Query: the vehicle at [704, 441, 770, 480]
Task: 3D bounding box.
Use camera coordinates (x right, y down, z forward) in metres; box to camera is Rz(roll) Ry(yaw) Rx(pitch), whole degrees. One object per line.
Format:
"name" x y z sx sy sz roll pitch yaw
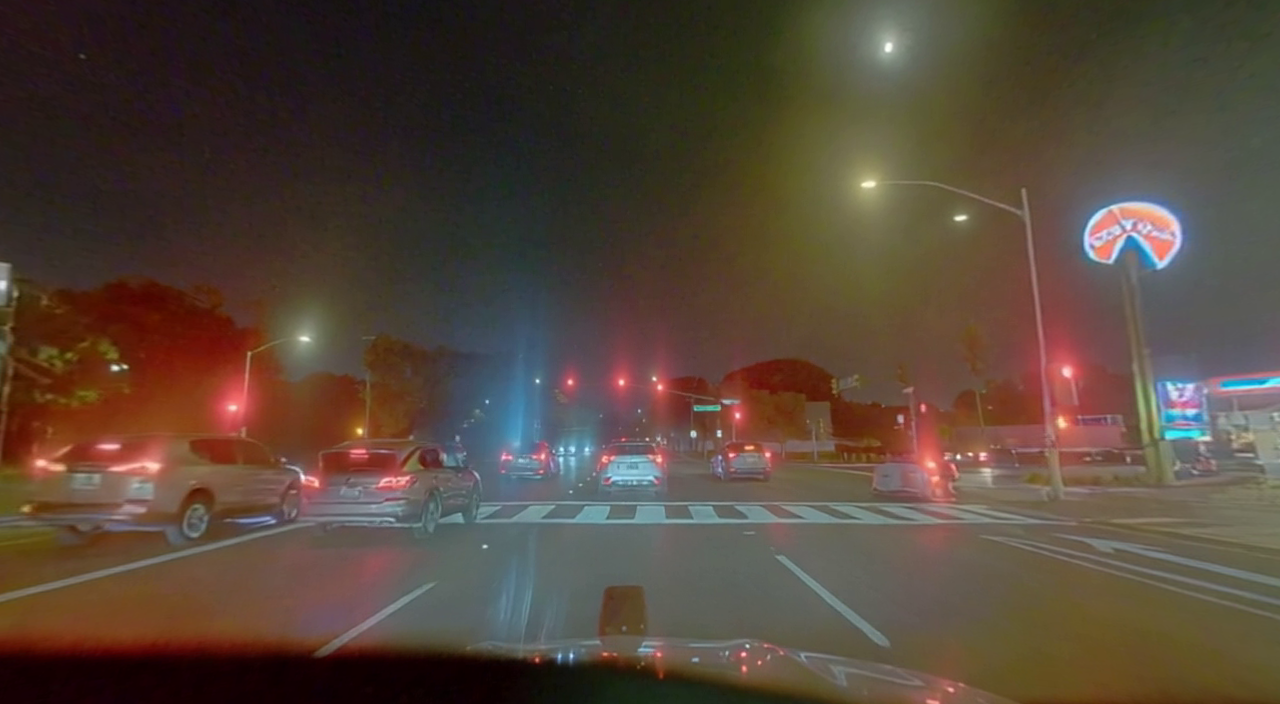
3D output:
"vehicle" 3.950 4.469 26.351 1.979 1.485 4.207 0 -8 -2

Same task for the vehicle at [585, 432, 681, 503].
"vehicle" -0.182 2.881 16.085 2.121 1.563 4.031 0 -8 -1

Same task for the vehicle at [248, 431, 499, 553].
"vehicle" -3.853 2.091 10.241 1.992 1.493 4.688 0 -8 0

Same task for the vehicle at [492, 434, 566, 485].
"vehicle" -3.975 3.907 23.198 1.983 1.685 3.997 0 -8 0

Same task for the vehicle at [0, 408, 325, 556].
"vehicle" -7.359 1.939 10.130 2.105 1.802 4.712 0 -8 0

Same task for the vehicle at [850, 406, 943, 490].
"vehicle" 10.677 4.009 26.503 2.613 3.281 2.673 1 -8 -1
